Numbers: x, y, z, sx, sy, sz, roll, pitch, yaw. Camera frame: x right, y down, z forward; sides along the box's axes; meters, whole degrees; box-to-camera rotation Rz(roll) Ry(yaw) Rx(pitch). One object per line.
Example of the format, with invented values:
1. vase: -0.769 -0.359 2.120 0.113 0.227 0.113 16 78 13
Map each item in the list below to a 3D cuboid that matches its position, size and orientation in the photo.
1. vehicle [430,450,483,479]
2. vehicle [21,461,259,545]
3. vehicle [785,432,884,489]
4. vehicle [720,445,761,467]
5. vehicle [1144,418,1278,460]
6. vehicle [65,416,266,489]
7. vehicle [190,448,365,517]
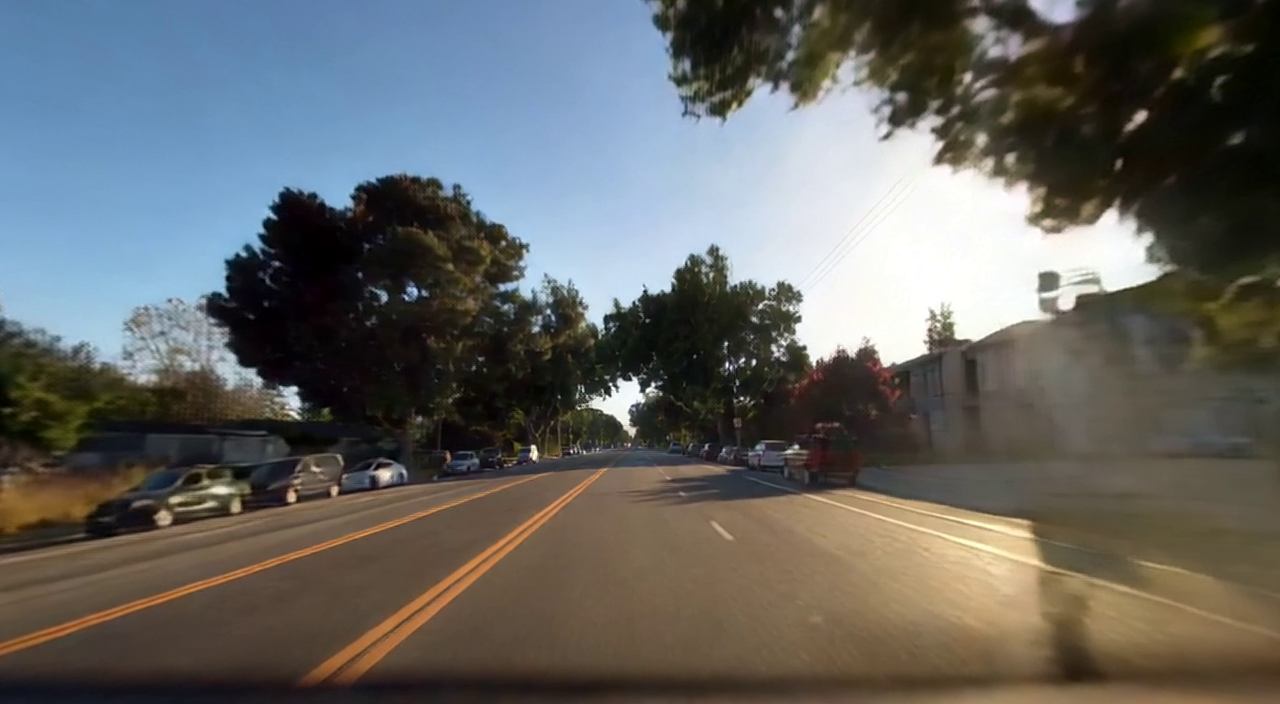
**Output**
1. vehicle: -10.868 6.677 37.790 1.840 1.526 4.214 0 -8 1
2. vehicle: -10.829 3.249 14.201 1.838 1.450 4.317 0 -8 -1
3. vehicle: 7.152 4.047 23.881 2.103 1.912 4.892 0 -8 -1
4. vehicle: 7.095 7.419 45.156 1.982 1.479 4.687 0 -8 -2
5. vehicle: 22.186 3.449 24.845 1.859 1.480 4.723 -3 -9 15
6. vehicle: -20.793 4.420 28.006 6.604 3.012 2.656 0 -9 0
7. vehicle: -10.815 3.875 19.523 2.050 1.769 5.585 0 -8 1
